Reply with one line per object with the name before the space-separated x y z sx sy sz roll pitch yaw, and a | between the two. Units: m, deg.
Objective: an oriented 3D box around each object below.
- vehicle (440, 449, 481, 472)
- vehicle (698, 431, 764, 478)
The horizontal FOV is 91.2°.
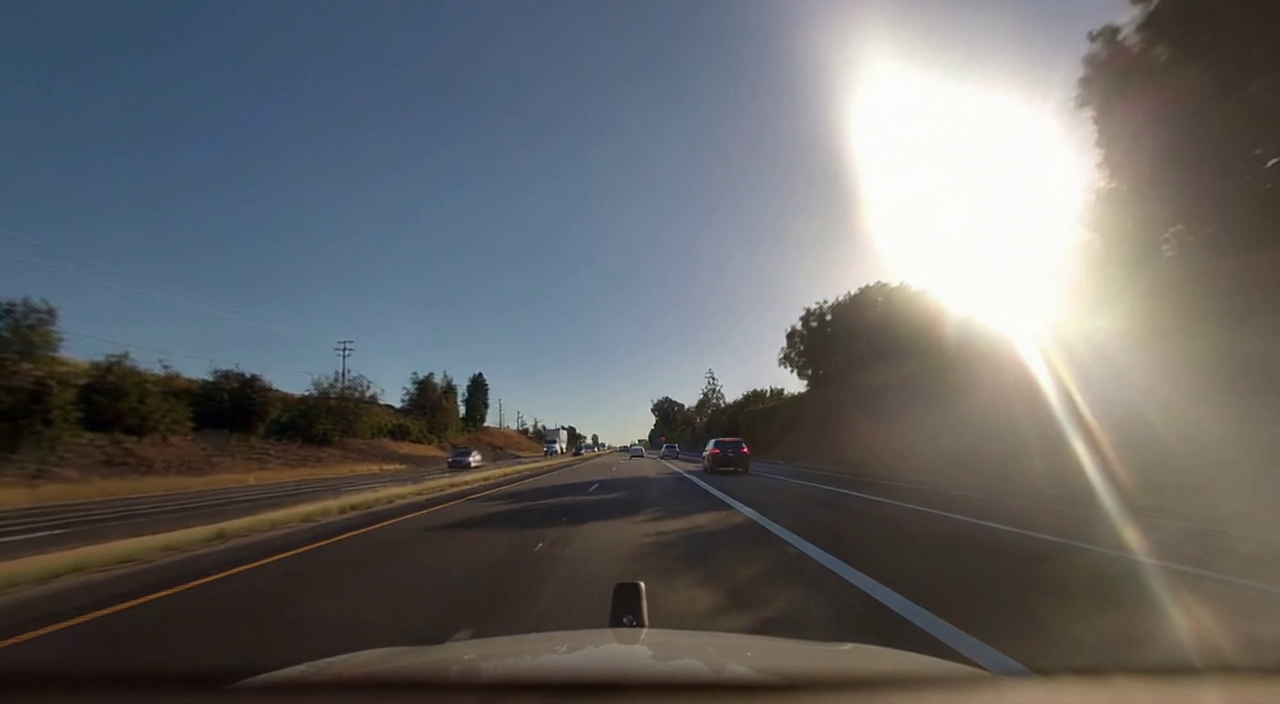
vehicle | -13.004 7.871 45.661 1.817 1.546 3.767 0 -9 0
vehicle | 3.988 4.619 28.471 2.177 1.914 5.245 0 -9 0
